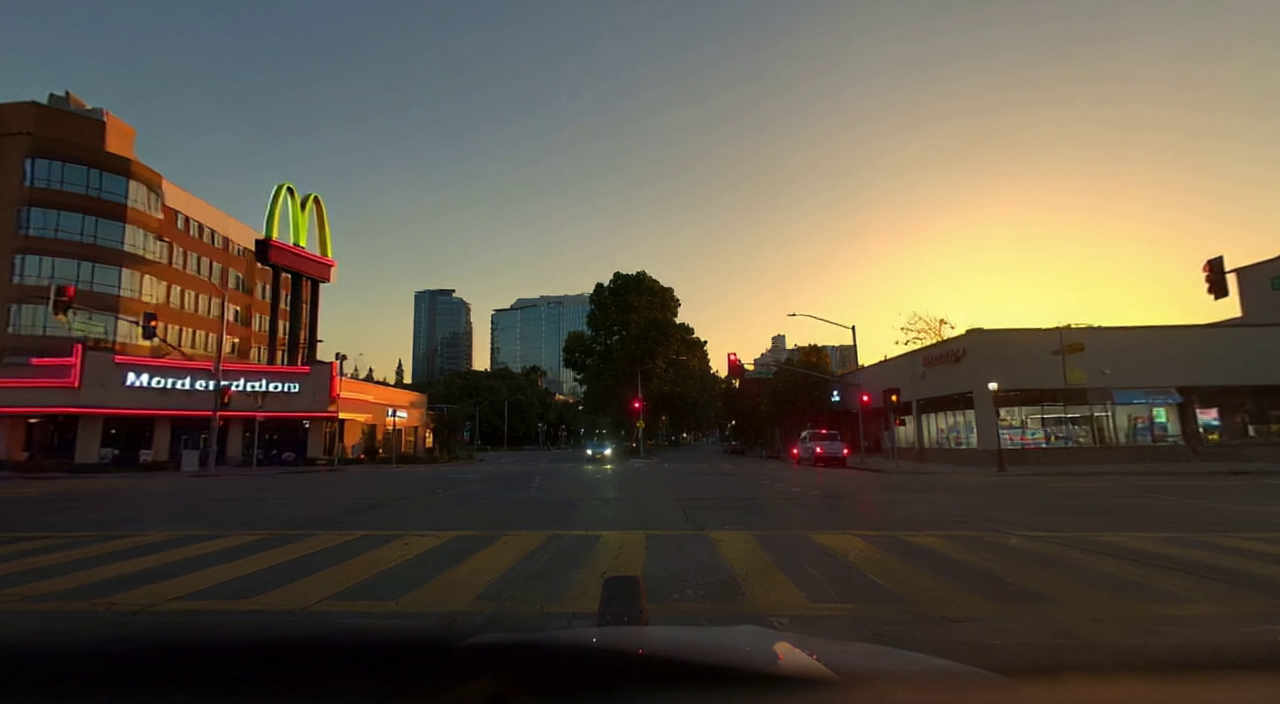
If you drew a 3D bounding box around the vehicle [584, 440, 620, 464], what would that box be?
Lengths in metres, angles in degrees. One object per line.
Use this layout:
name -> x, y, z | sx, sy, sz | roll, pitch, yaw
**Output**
vehicle -> -2.500, 6.649, 42.097 | 2.104, 1.468, 4.195 | 0, -8, 0
